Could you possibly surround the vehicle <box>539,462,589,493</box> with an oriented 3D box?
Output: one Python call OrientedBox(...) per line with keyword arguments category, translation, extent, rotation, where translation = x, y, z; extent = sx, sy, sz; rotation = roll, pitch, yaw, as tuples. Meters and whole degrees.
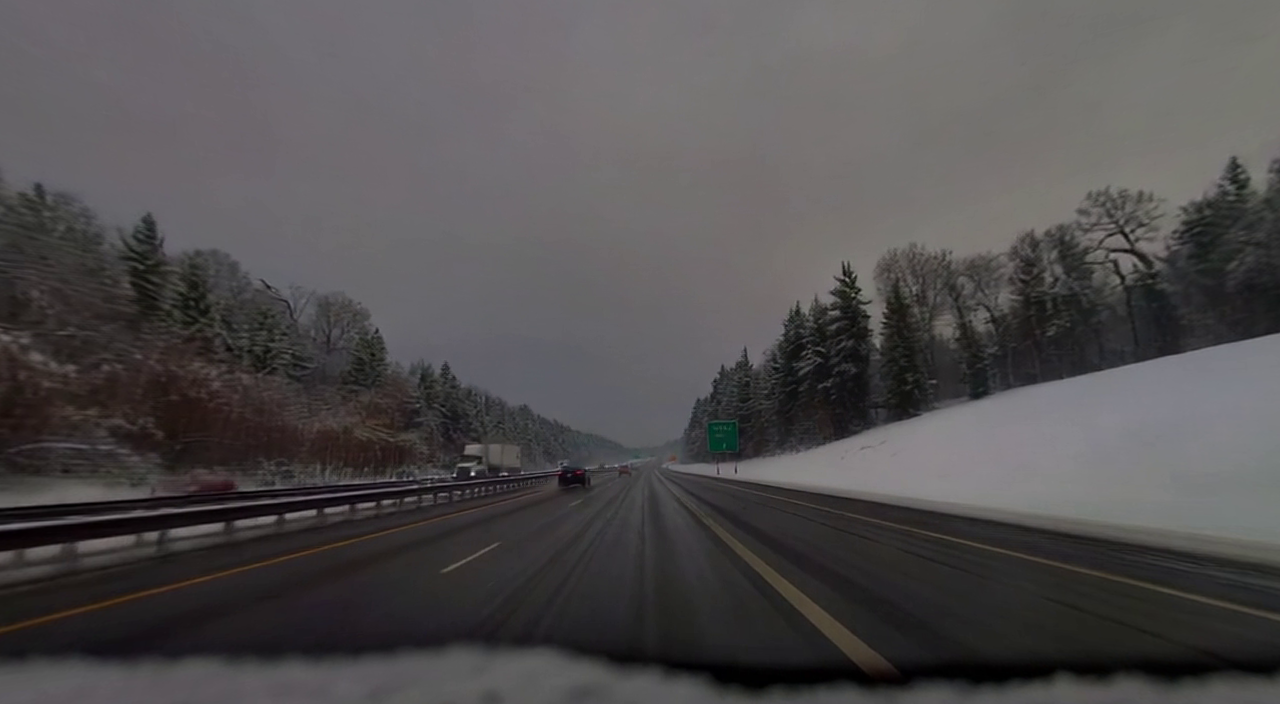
OrientedBox(category="vehicle", translation=(-3.894, 6.563, 33.068), extent=(2.043, 1.486, 4.442), rotation=(1, -10, 0))
